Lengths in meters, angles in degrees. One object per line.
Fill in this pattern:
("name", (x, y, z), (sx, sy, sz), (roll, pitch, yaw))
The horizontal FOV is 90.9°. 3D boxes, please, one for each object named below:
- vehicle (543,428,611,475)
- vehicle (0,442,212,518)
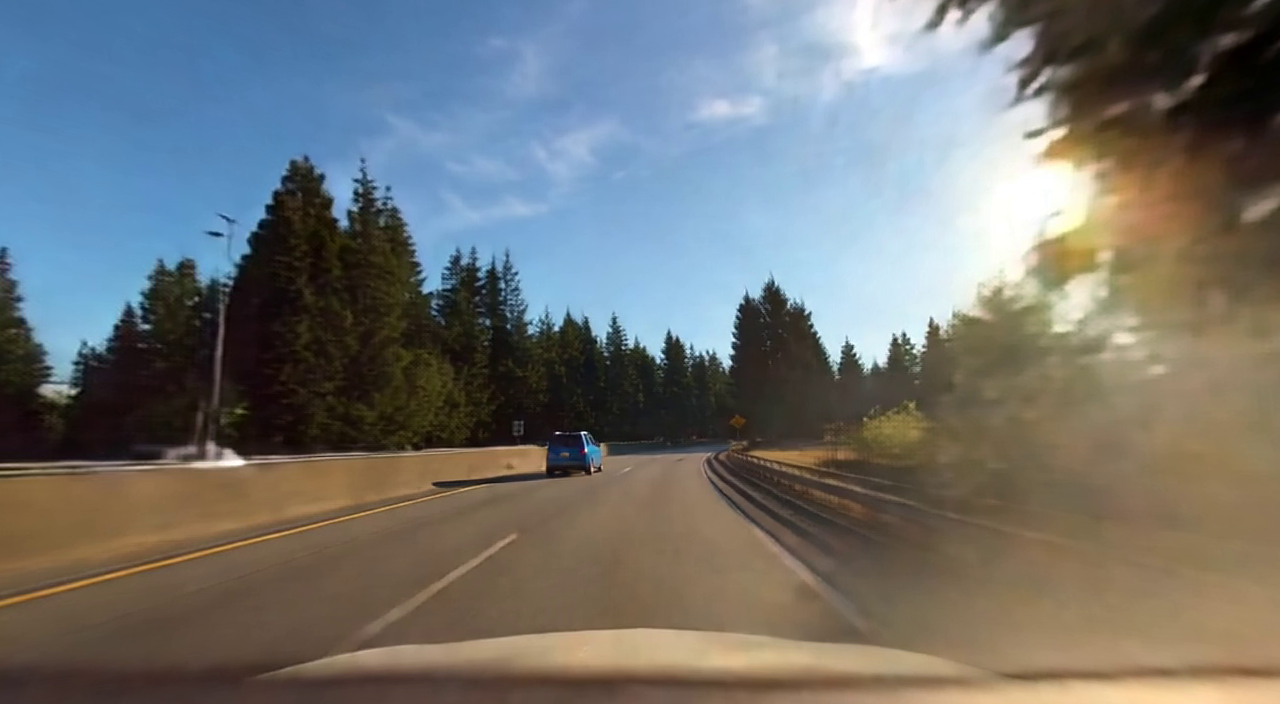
("vehicle", (-2.504, 4.107, 26.115), (2.005, 1.752, 4.479), (-1, -8, 5))
("vehicle", (-12.709, 2.922, 15.015), (1.916, 1.506, 4.401), (-1, -8, 1))
